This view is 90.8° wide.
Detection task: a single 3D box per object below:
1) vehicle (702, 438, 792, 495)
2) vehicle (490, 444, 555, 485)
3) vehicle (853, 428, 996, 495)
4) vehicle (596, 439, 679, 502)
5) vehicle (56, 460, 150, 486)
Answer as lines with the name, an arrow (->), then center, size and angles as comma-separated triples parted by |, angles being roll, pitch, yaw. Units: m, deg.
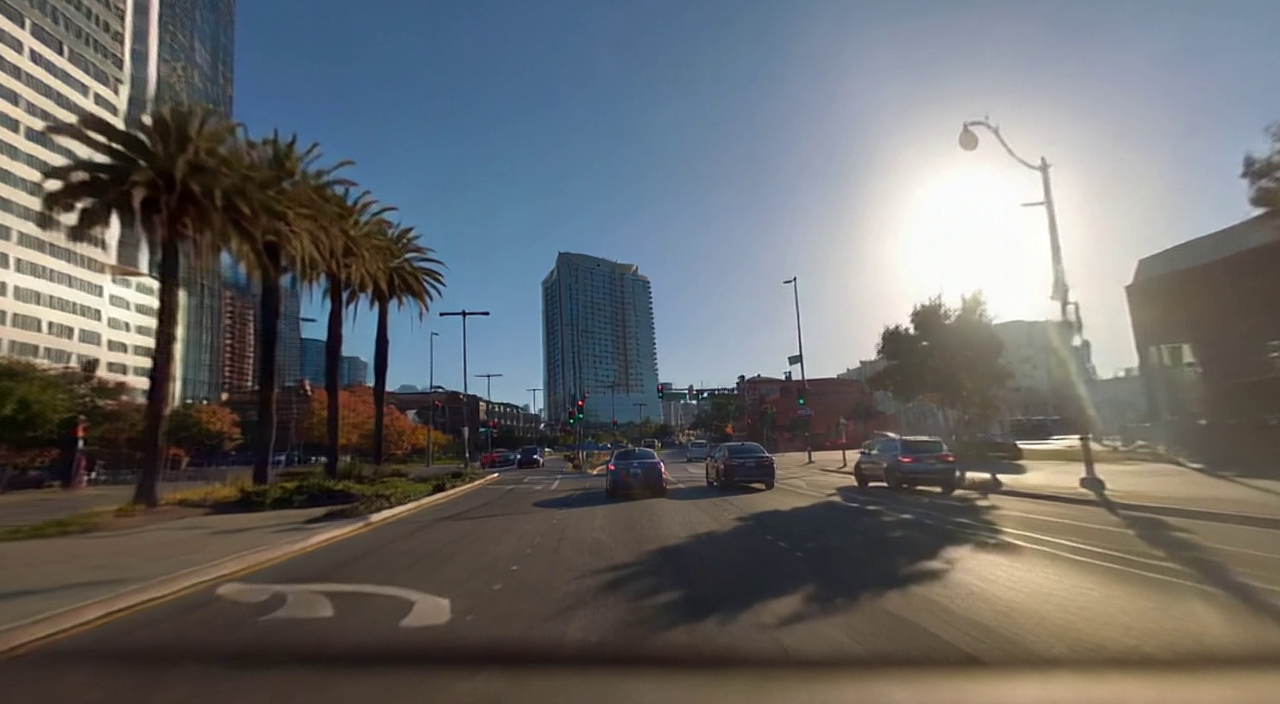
vehicle -> 3.084, 3.371, 18.920 | 1.909, 1.500, 3.524 | 0, -9, -3
vehicle -> -4.697, 4.549, 25.968 | 1.977, 1.501, 4.435 | 0, -9, -2
vehicle -> 8.050, 3.140, 18.448 | 2.000, 1.685, 4.487 | 0, -9, -1
vehicle -> -0.116, 3.185, 17.361 | 2.048, 1.503, 3.681 | 0, -9, -2
vehicle -> -41.461, 9.303, 48.811 | 5.791, 1.900, 2.283 | -2, -9, 12
